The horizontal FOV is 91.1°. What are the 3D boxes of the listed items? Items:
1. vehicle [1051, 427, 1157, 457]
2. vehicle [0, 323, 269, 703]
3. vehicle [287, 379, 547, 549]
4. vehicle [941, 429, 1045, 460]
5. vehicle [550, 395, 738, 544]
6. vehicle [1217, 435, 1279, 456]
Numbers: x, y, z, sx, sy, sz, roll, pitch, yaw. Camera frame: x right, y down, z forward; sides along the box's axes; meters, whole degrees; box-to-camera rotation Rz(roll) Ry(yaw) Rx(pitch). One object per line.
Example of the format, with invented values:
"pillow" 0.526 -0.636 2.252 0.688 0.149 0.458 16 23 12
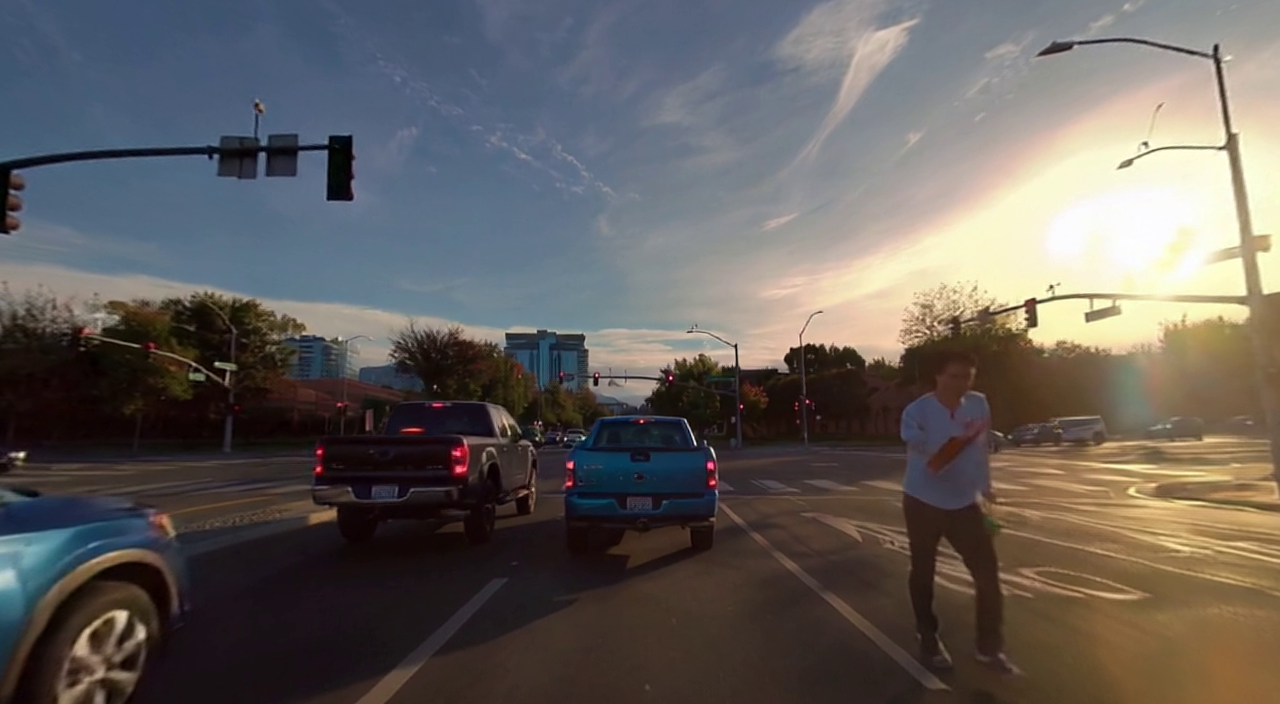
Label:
"vehicle" 28.088 5.477 38.133 4.849 1.759 2.041 1 -8 -3
"vehicle" -3.339 0.654 1.593 2.006 1.707 4.448 0 -8 1
"vehicle" -2.897 1.627 9.632 2.220 1.926 4.870 0 -8 -1
"vehicle" 19.448 5.112 34.716 4.624 1.601 1.871 1 -8 -3
"vehicle" -0.005 1.722 9.784 2.204 1.738 4.690 0 -8 -1
"vehicle" 44.935 6.770 45.534 4.396 1.479 1.778 1 -8 -2
